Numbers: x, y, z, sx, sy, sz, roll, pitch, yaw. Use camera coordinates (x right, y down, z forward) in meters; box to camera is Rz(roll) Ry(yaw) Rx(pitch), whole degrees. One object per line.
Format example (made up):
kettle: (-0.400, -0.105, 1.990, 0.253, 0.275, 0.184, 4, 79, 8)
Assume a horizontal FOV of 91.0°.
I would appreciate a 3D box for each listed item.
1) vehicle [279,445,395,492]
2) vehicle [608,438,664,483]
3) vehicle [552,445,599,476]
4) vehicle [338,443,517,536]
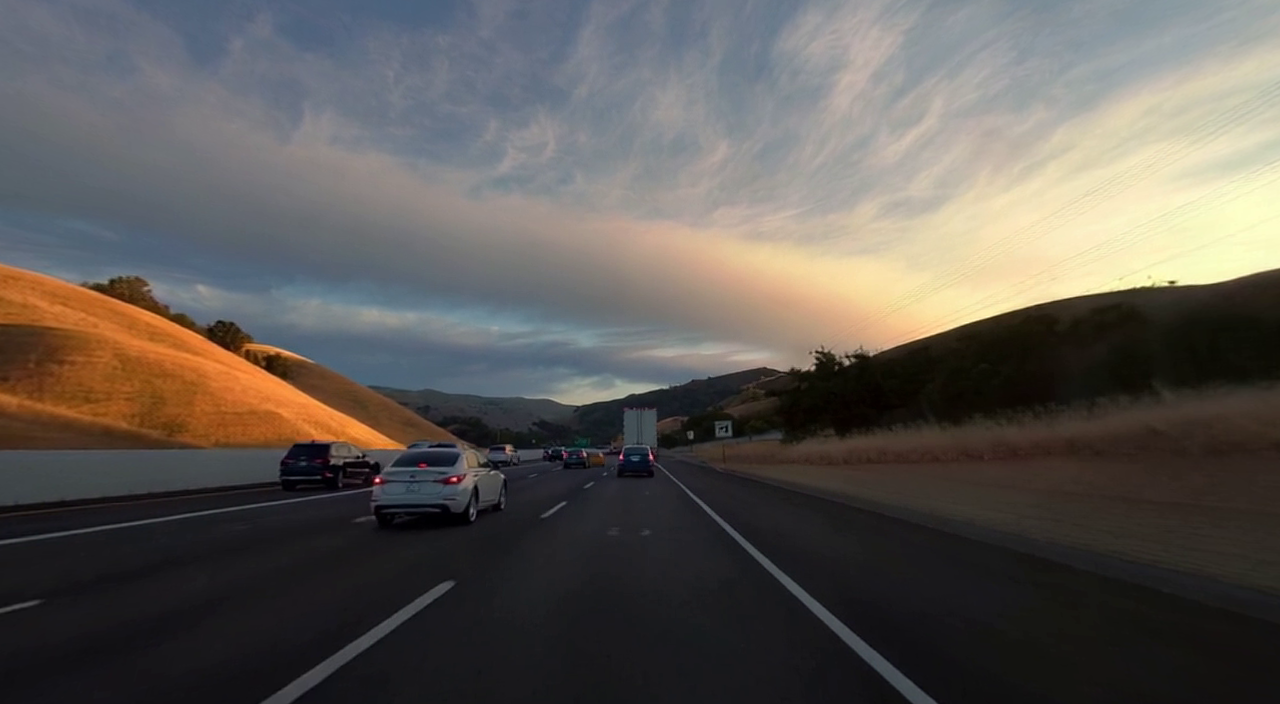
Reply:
vehicle: (-10.931, 4.207, 23.155, 1.950, 1.507, 4.527, 0, -9, 1)
vehicle: (-0.166, 4.790, 28.001, 2.281, 1.795, 4.297, 1, -9, 0)
vehicle: (-3.650, 6.254, 36.636, 2.155, 1.661, 4.477, 0, -9, 1)
vehicle: (-3.931, 2.598, 12.609, 1.943, 1.468, 4.547, 0, -9, 1)
